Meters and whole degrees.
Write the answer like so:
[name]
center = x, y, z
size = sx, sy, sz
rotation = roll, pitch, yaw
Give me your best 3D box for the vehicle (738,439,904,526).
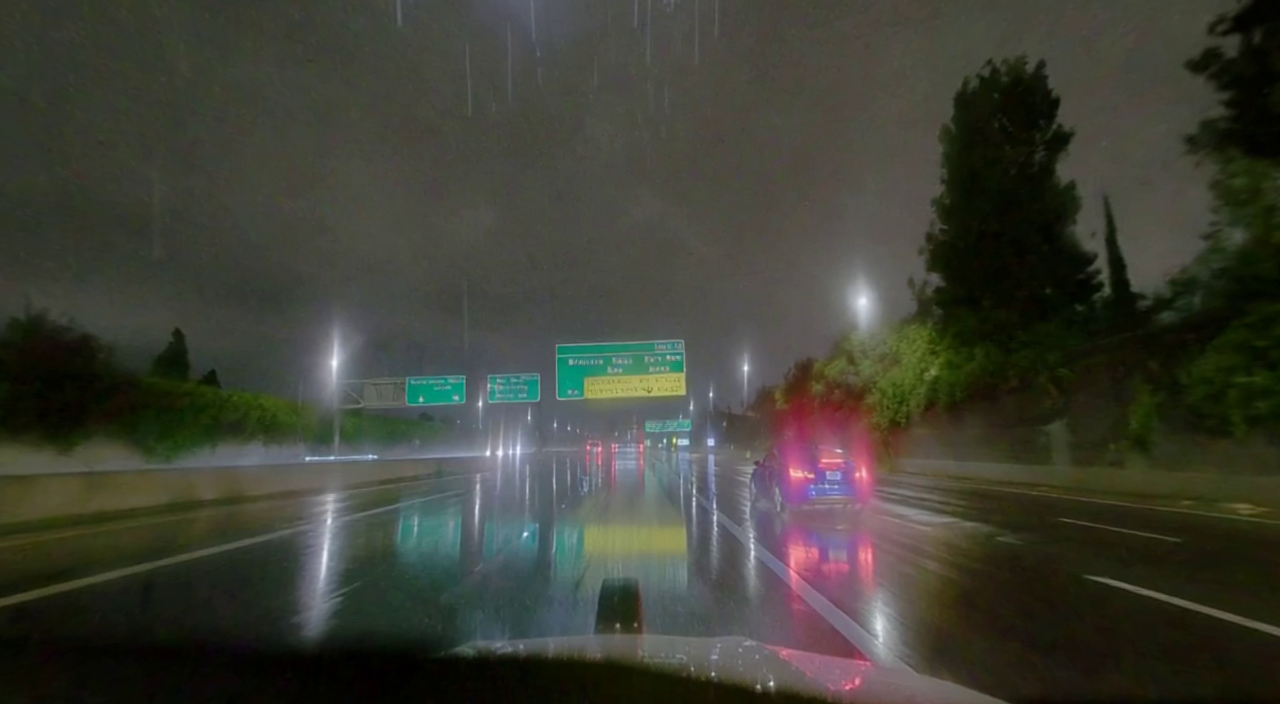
[vehicle]
center = 3.491, 2.603, 13.290
size = 1.989, 1.479, 4.670
rotation = 0, -9, -2
